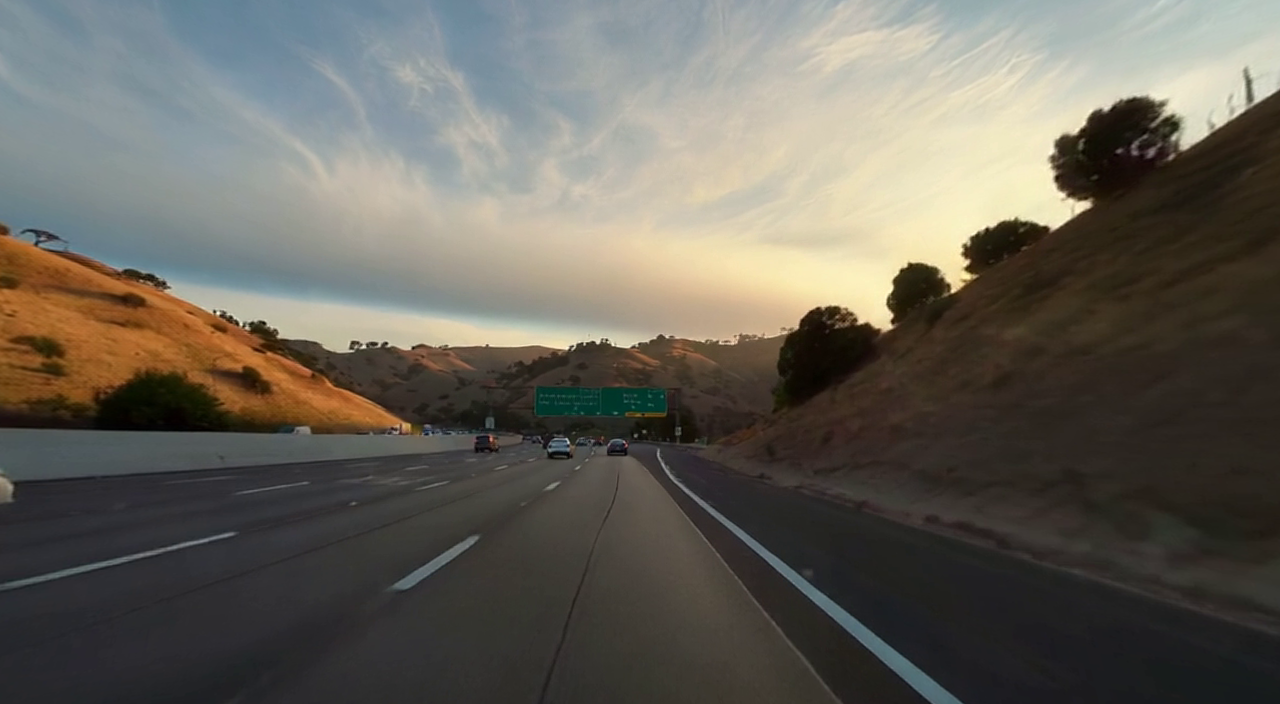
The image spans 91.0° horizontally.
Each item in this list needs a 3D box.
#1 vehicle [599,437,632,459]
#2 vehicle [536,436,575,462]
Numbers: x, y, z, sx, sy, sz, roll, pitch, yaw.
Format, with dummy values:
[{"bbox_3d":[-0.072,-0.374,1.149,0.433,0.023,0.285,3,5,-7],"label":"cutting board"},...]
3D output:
[{"bbox_3d":[-1.867,7.331,48.255,2.421,1.594,4.248,0,-8,-2],"label":"vehicle"},{"bbox_3d":[-5.424,6.307,40.968,2.060,1.631,4.214,0,-8,-1],"label":"vehicle"}]
